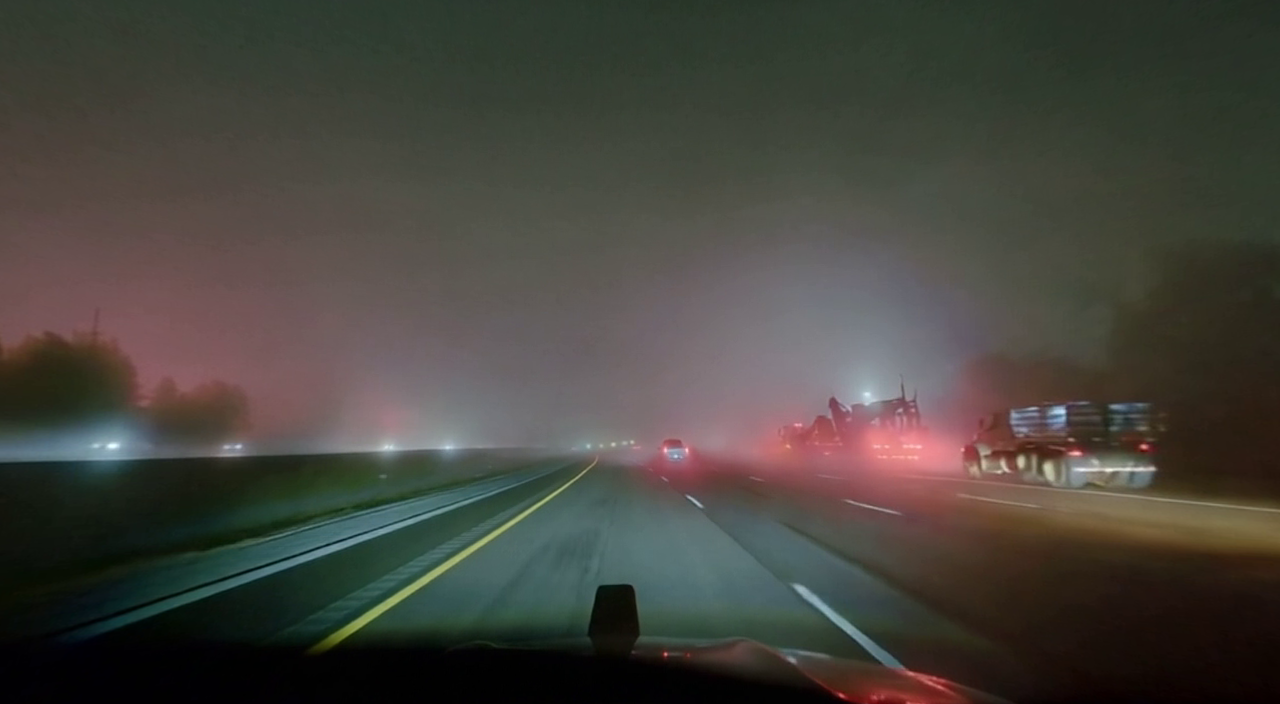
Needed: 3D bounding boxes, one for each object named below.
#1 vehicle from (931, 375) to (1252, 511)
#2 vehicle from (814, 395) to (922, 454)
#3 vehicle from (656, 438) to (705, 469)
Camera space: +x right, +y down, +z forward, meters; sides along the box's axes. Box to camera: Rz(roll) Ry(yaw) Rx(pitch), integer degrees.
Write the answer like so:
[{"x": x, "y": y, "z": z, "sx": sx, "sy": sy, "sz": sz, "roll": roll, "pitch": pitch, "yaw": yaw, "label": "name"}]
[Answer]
[{"x": 10.504, "y": 2.286, "z": 15.971, "sx": 2.873, "sy": 2.663, "sz": 6.922, "roll": 0, "pitch": -8, "yaw": -1, "label": "vehicle"}, {"x": 13.261, "y": 4.383, "z": 37.458, "sx": 3.476, "sy": 3.195, "sz": 6.407, "roll": 1, "pitch": -8, "yaw": -5, "label": "vehicle"}, {"x": 2.300, "y": 5.922, "z": 37.108, "sx": 2.305, "sy": 1.729, "sz": 4.526, "roll": 1, "pitch": -8, "yaw": -3, "label": "vehicle"}]
